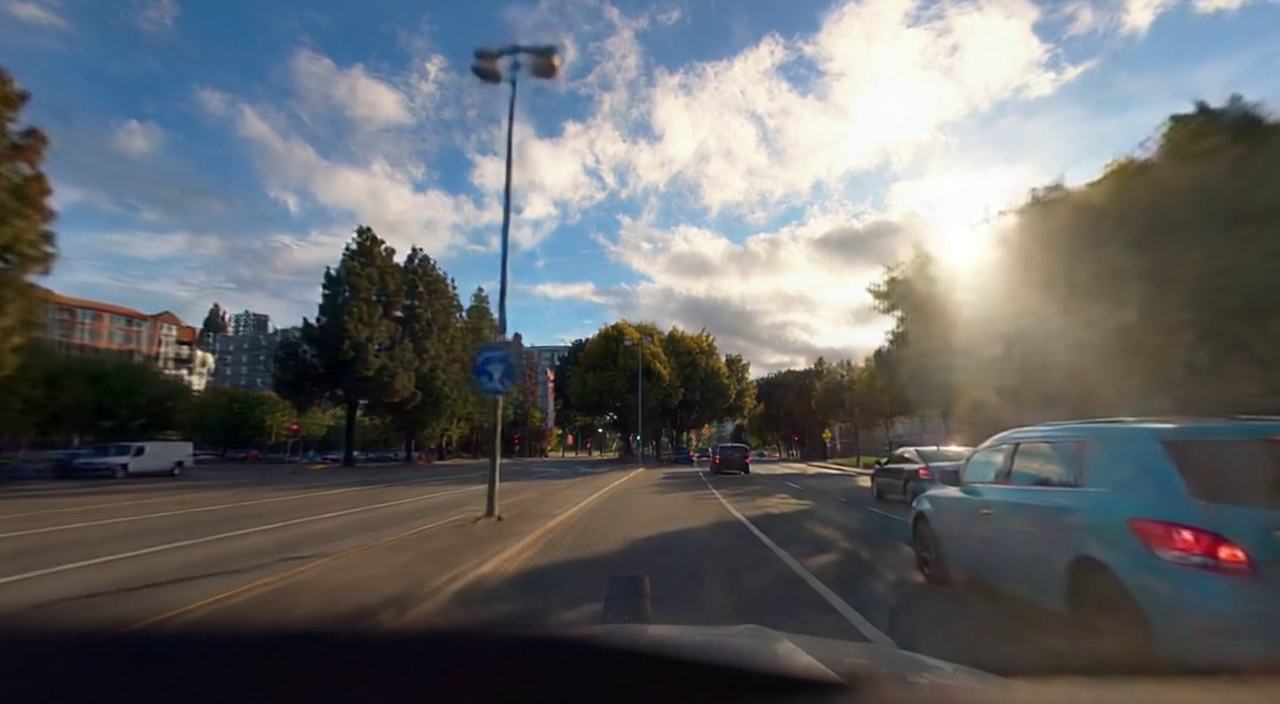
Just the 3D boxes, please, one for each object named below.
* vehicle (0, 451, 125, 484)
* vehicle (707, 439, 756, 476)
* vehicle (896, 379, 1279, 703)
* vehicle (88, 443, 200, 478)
[{"bbox_3d":[-26.791,5.321,29.160,4.384,1.416,1.969,-1,-9,7],"label":"vehicle"},{"bbox_3d":[4.848,5.648,34.061,2.154,1.844,4.634,0,-9,3],"label":"vehicle"},{"bbox_3d":[3.461,1.188,4.168,1.901,1.634,3.952,0,-9,1],"label":"vehicle"},{"bbox_3d":[-26.227,5.723,33.402,4.378,1.744,1.981,-1,-9,6],"label":"vehicle"}]
